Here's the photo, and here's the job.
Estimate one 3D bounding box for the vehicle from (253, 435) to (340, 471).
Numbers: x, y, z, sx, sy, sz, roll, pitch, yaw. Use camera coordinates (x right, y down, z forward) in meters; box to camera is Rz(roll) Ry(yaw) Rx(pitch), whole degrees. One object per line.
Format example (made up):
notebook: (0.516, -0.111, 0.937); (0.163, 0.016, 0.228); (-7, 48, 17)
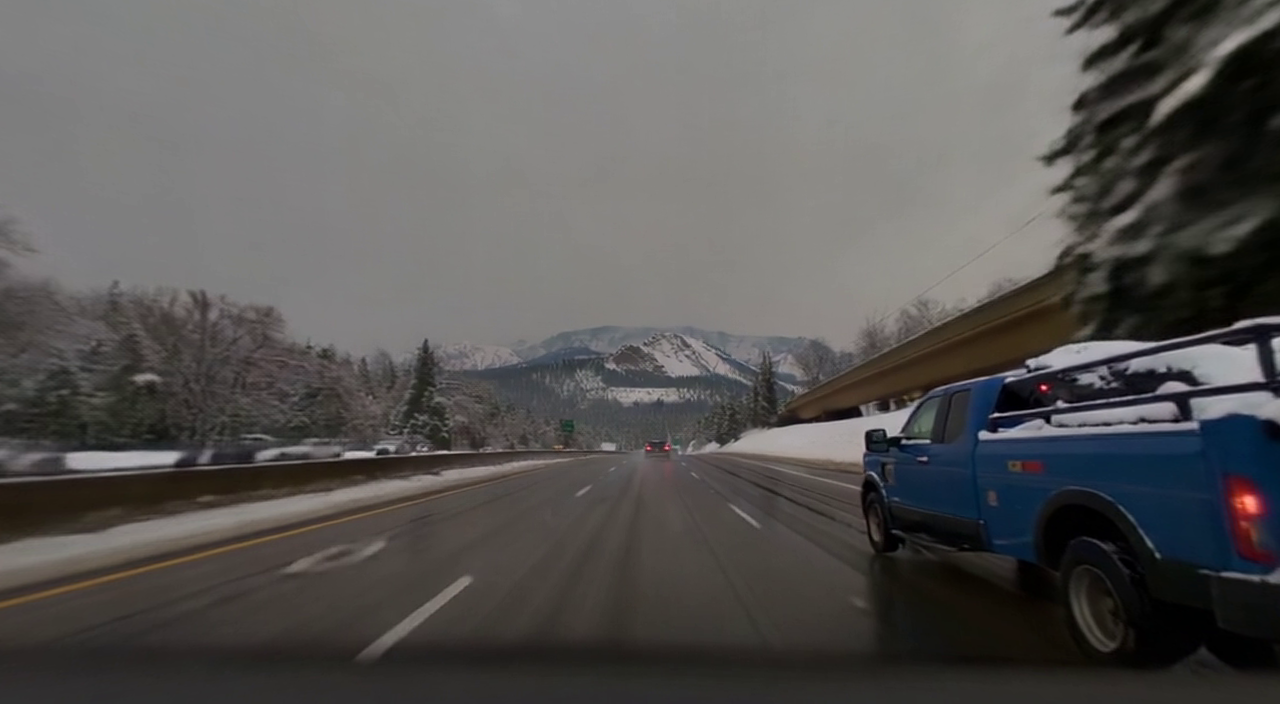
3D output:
vehicle: (-21.317, 6.287, 39.315); (2.223, 2.067, 5.374); (-1, -9, 2)

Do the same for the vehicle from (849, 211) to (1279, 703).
vehicle: (3.833, 0.830, 4.346); (2.538, 2.228, 6.370); (0, -9, 0)

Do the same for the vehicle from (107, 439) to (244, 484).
vehicle: (-18.169, 4.283, 24.883); (1.982, 1.612, 4.409); (-1, -9, 2)

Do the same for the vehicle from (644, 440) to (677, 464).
vehicle: (1.325, 6.726, 42.298); (2.034, 1.549, 4.147); (0, -9, 0)
